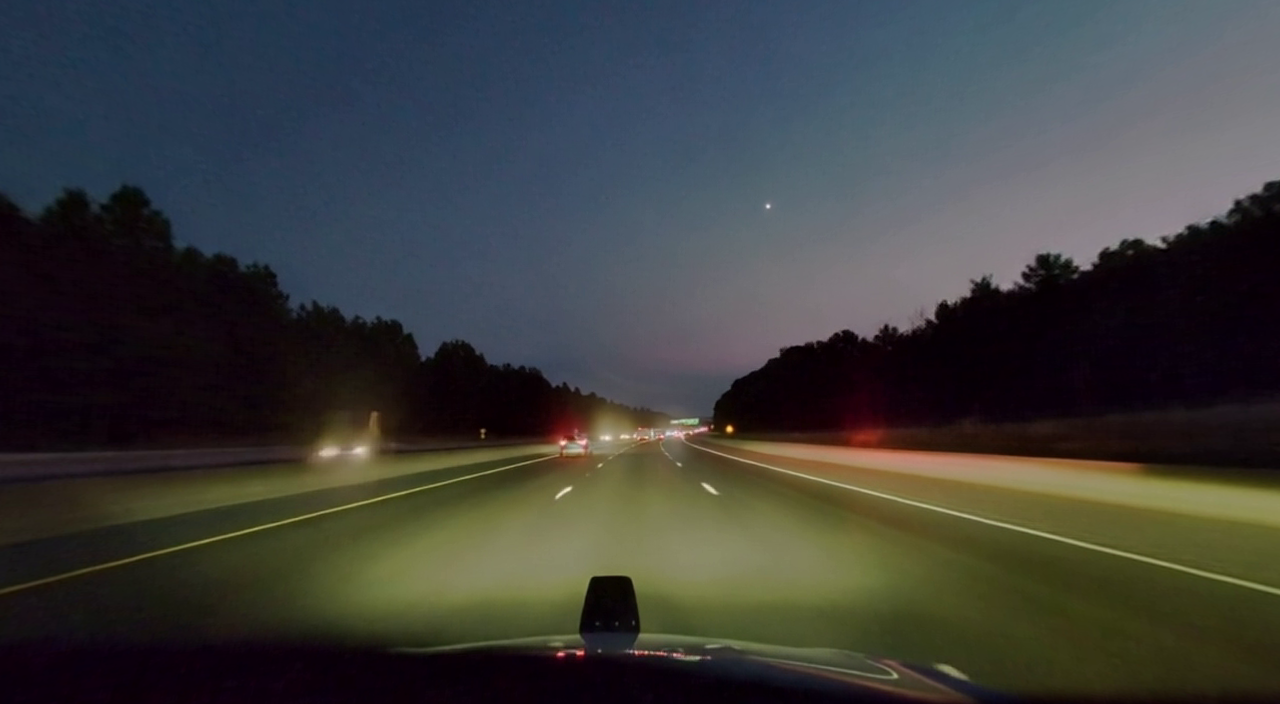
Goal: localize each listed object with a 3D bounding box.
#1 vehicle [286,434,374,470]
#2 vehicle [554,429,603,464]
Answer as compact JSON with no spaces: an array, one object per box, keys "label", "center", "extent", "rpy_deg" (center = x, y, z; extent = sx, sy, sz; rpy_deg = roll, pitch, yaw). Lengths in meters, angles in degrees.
[{"label":"vehicle","center":[-15.827,5.109,32.532],"extent":[2.294,1.722,4.600],"rpy_deg":[0,-8,-1]},{"label":"vehicle","center":[-3.126,4.879,32.664],"extent":[2.084,1.654,4.080],"rpy_deg":[0,-8,1]}]
